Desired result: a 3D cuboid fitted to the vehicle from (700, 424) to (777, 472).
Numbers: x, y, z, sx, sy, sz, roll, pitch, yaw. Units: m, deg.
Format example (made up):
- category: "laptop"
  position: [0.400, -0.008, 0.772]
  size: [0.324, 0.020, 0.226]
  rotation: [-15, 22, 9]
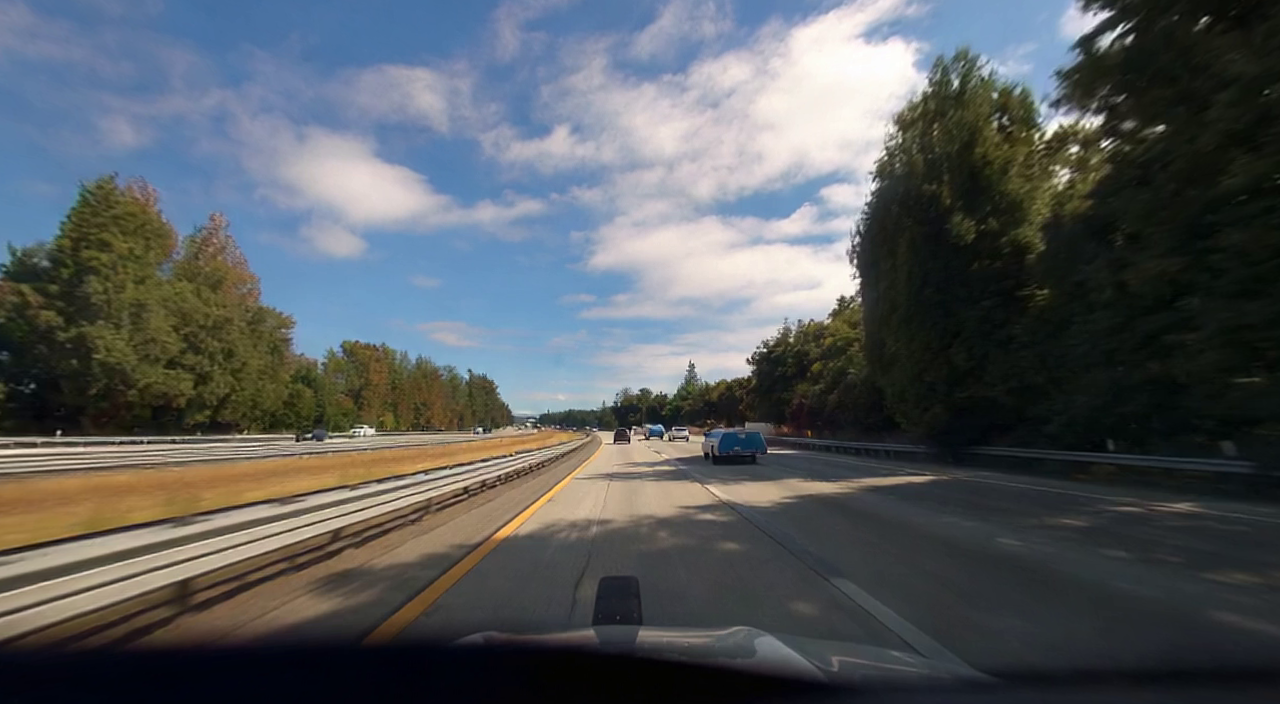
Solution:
- category: "vehicle"
  position: [3.472, 3.462, 22.937]
  size: [2.002, 1.569, 3.845]
  rotation: [0, -8, -2]
